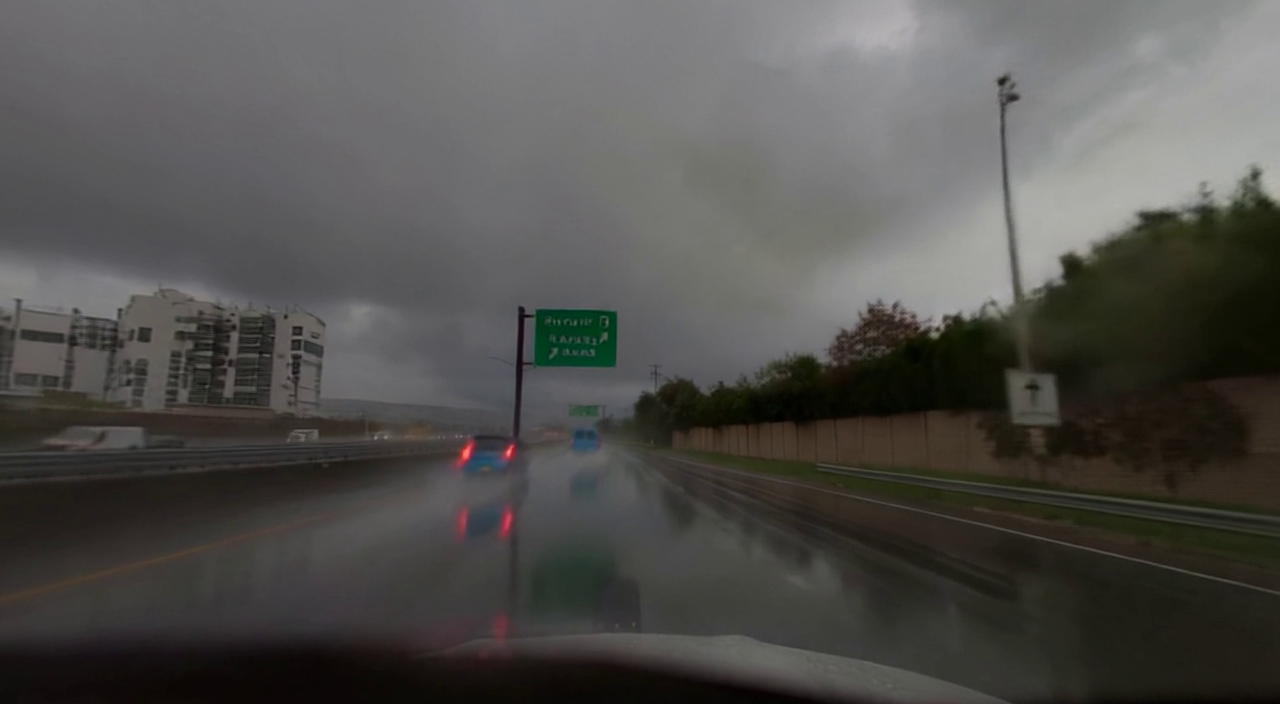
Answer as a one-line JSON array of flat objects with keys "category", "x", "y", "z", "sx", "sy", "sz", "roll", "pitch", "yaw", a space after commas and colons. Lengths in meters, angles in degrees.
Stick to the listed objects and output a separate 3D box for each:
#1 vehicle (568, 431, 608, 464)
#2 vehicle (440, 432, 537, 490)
[{"category": "vehicle", "x": -3.153, "y": 5.928, "z": 39.159, "sx": 2.260, "sy": 1.901, "sz": 4.665, "roll": 0, "pitch": -8, "yaw": -2}, {"category": "vehicle", "x": -4.473, "y": 3.262, "z": 19.249, "sx": 2.045, "sy": 1.547, "sz": 4.162, "roll": 0, "pitch": -8, "yaw": -2}]
